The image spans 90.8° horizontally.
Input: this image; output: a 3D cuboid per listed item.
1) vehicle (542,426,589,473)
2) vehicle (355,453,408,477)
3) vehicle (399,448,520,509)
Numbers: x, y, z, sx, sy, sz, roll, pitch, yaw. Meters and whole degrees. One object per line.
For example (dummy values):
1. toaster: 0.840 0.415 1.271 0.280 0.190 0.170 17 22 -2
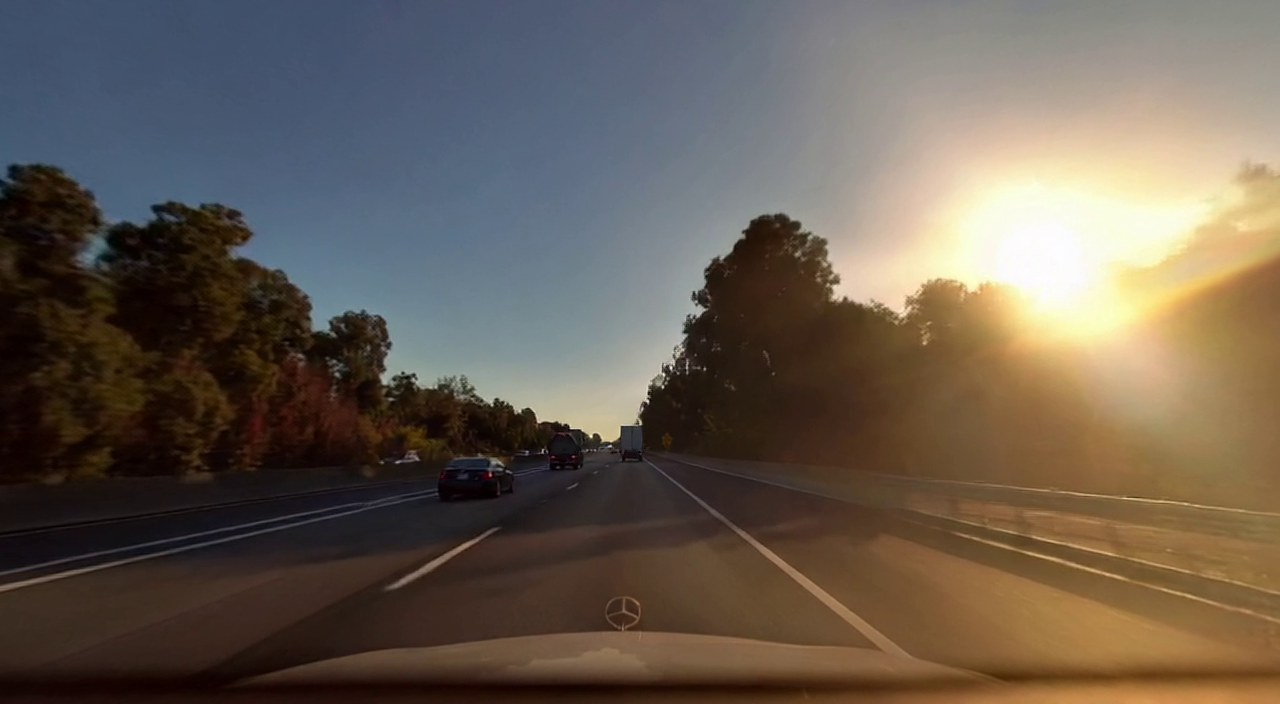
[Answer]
1. vehicle: -4.775 6.444 41.485 2.368 2.813 6.329 0 -9 0
2. vehicle: -17.883 7.809 43.839 1.865 1.509 4.237 0 -9 0
3. vehicle: -4.820 3.446 17.652 1.979 1.459 4.643 0 -9 0
